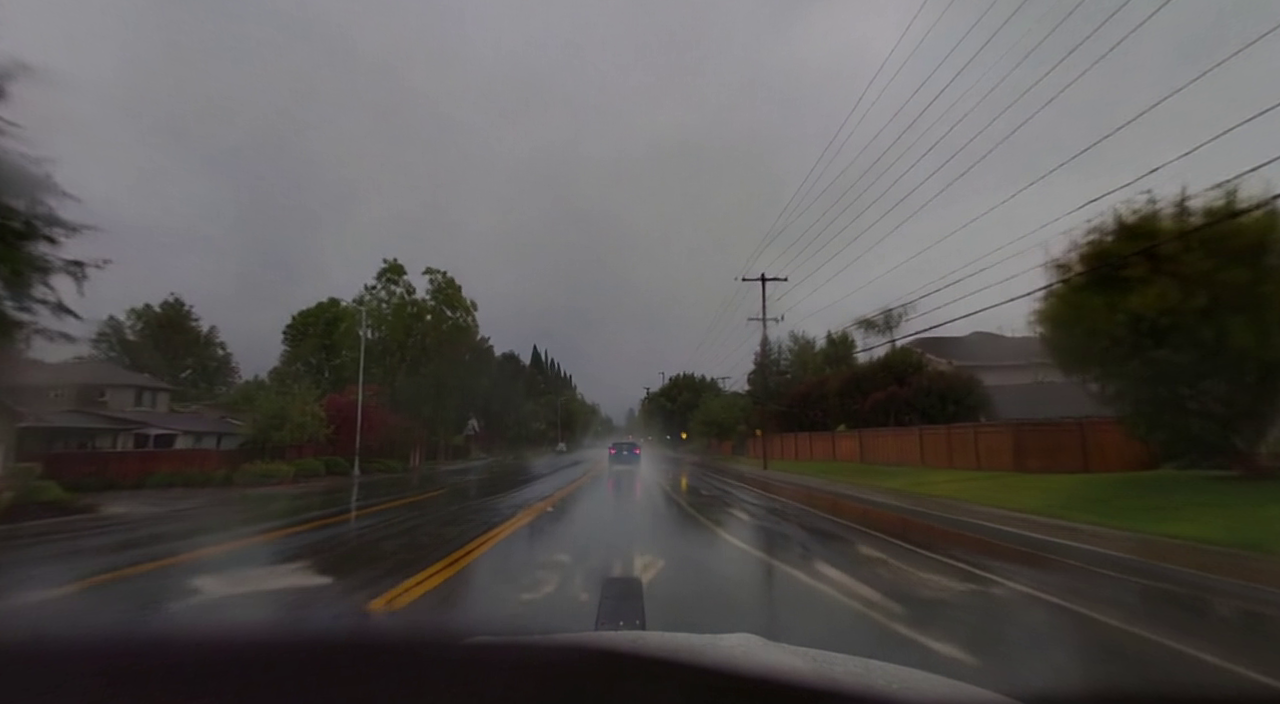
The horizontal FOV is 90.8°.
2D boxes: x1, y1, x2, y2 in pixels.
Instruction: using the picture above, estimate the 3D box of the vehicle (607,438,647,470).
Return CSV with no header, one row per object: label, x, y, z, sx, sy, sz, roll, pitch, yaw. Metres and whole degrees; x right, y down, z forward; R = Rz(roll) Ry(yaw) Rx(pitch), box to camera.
vehicle,-0.718,5.745,35.812,2.139,1.699,3.916,0,-8,-1
